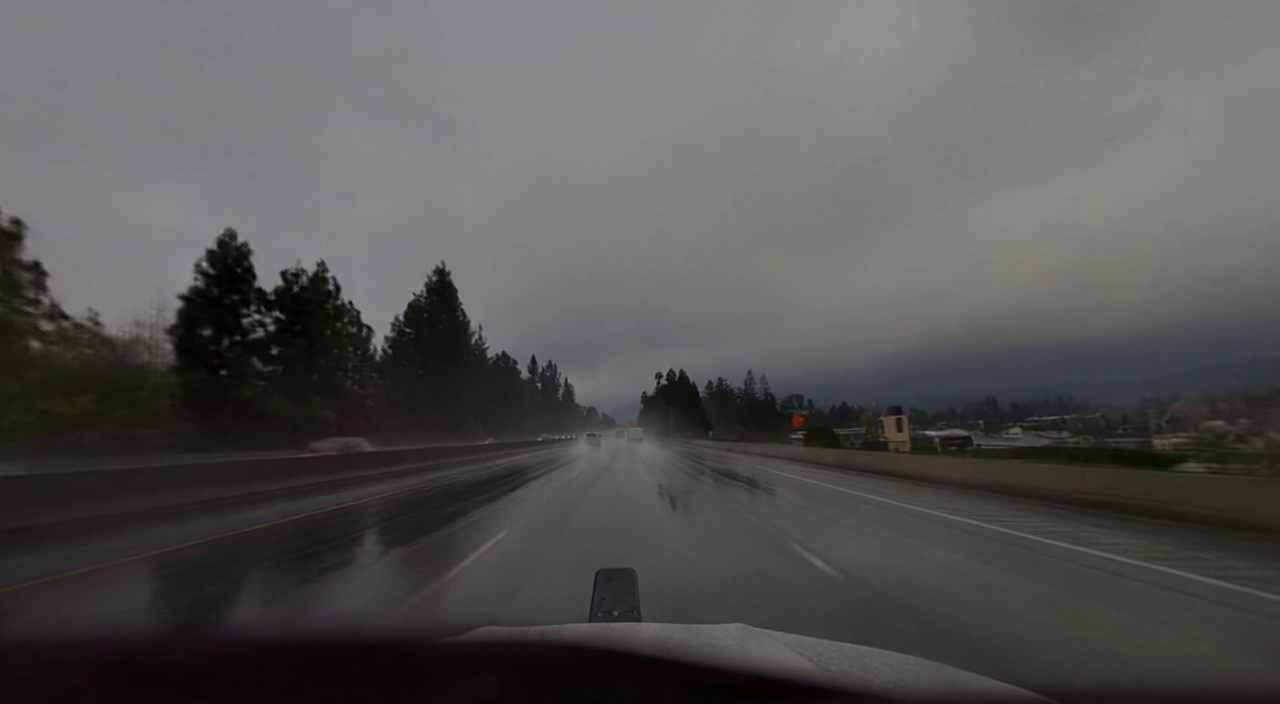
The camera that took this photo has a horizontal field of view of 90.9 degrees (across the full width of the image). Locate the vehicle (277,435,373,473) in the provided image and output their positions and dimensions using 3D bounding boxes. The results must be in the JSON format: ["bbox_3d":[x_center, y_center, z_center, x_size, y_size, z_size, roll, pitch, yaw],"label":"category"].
[{"bbox_3d":[-13.152,4.265,26.634,1.816,1.451,4.338,0,-8,0],"label":"vehicle"}]
